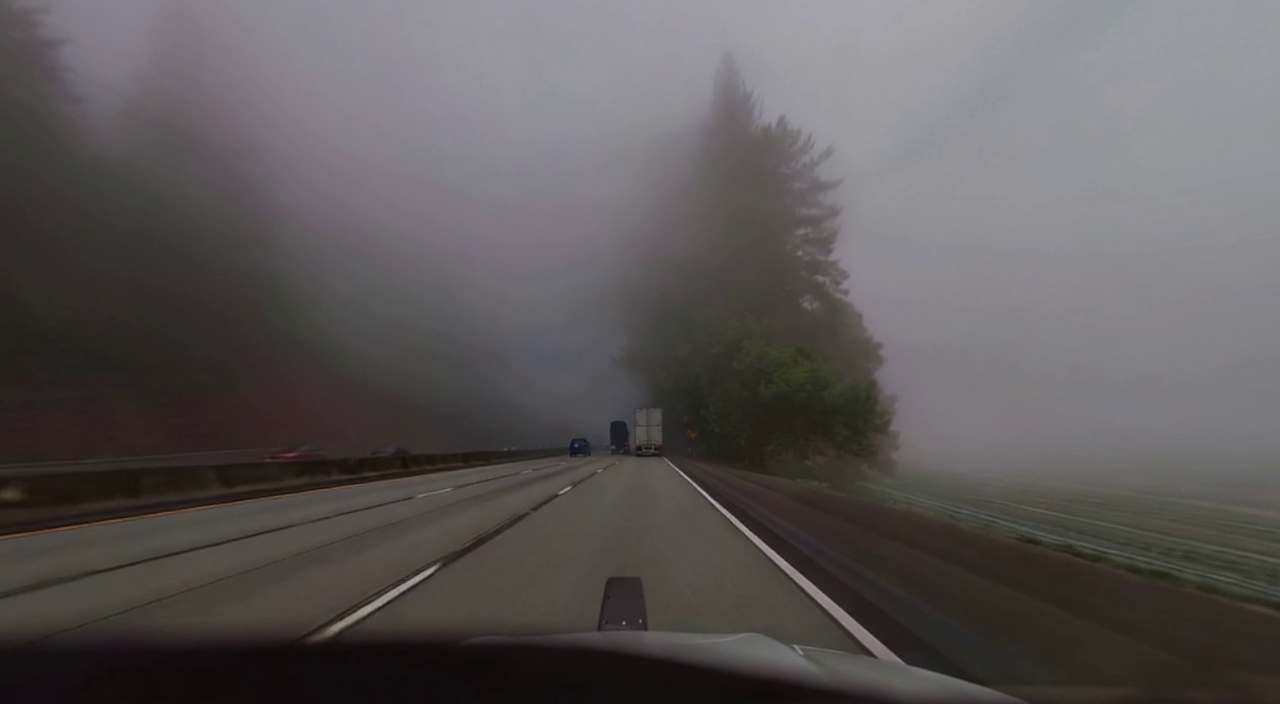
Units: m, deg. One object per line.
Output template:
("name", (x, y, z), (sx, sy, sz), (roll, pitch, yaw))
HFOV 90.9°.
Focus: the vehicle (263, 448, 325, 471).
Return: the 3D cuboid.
("vehicle", (-25.508, 7.936, 46.648), (2.060, 1.559, 4.348), (0, -8, 1))
